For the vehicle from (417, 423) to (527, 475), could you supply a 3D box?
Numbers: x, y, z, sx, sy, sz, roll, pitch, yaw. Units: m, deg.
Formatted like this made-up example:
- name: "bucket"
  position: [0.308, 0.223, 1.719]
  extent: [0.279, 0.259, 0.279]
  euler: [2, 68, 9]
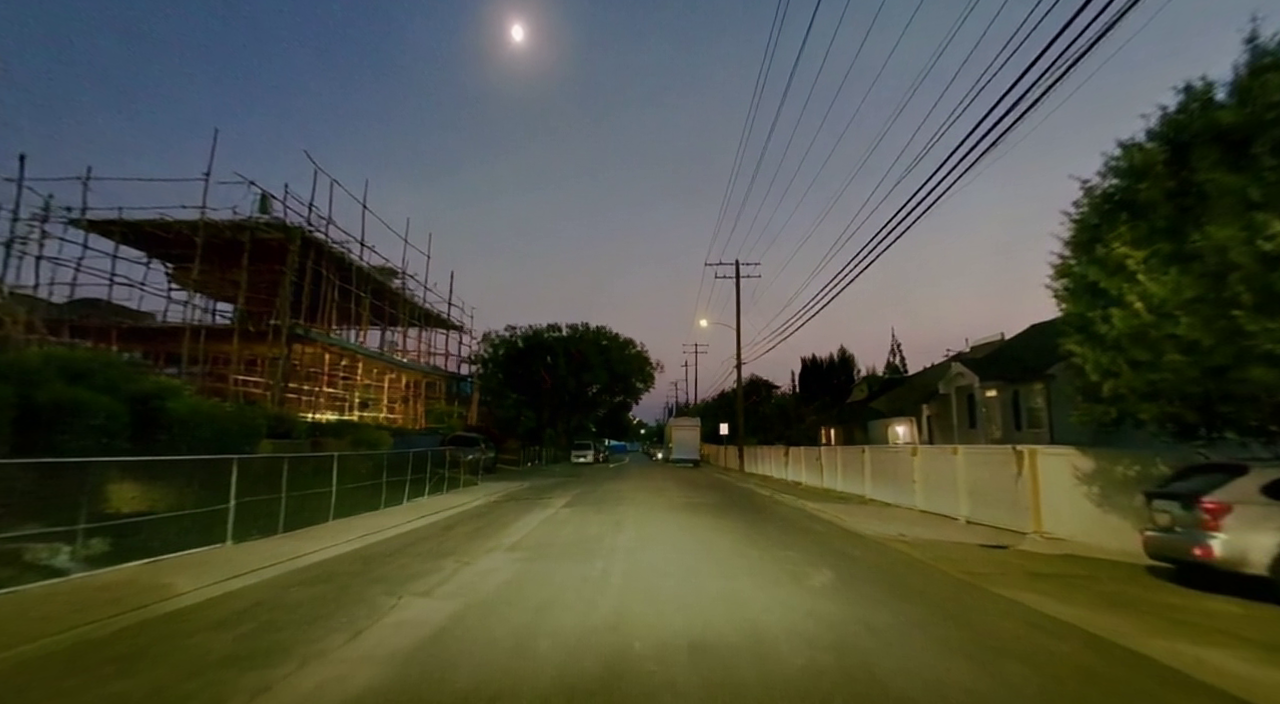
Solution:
- name: "vehicle"
  position: [-6.673, 3.970, 25.883]
  extent: [2.238, 1.895, 5.648]
  euler: [-1, -9, 8]

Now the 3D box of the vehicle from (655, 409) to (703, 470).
- name: "vehicle"
  position: [2.819, 6.568, 46.524]
  extent: [2.915, 3.793, 9.963]
  euler: [4, -9, 4]

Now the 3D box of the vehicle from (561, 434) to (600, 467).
- name: "vehicle"
  position: [-4.291, 7.116, 45.866]
  extent: [2.171, 1.910, 4.789]
  euler: [-1, -4, 2]

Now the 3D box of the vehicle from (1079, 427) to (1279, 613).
- name: "vehicle"
  position: [9.059, 2.147, 7.660]
  extent: [5.661, 1.850, 2.479]
  euler: [5, -8, 2]
